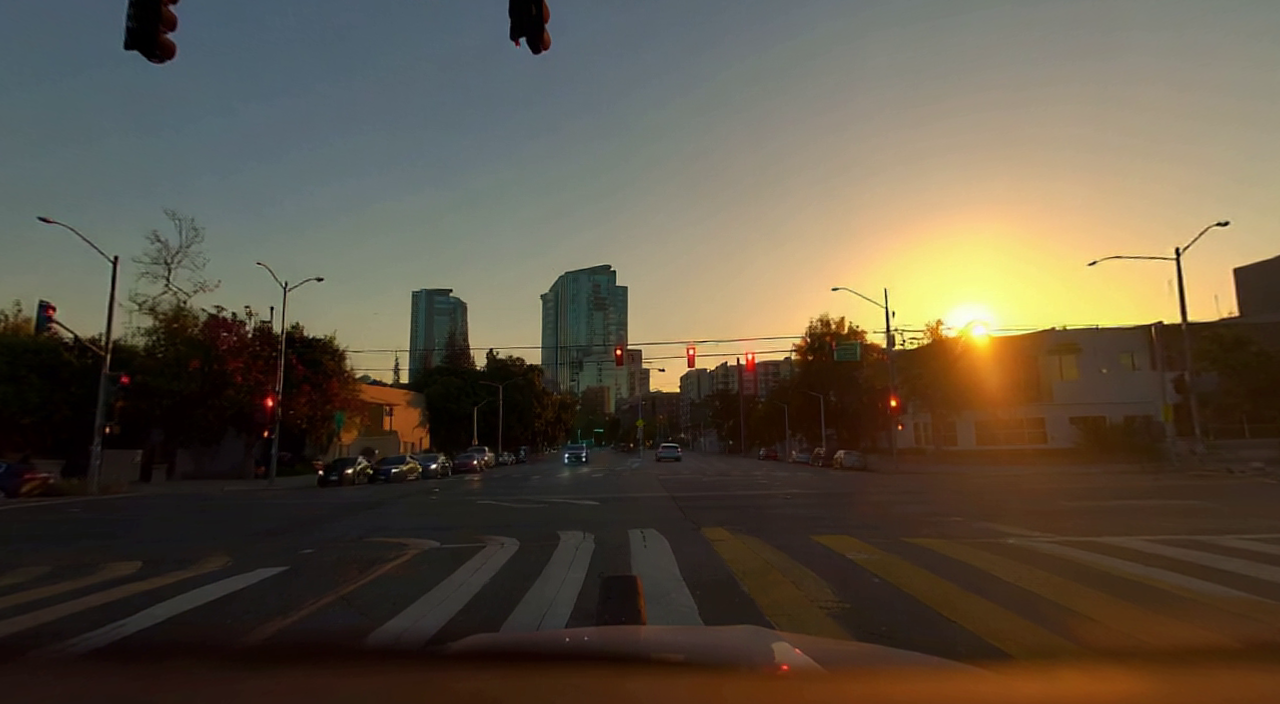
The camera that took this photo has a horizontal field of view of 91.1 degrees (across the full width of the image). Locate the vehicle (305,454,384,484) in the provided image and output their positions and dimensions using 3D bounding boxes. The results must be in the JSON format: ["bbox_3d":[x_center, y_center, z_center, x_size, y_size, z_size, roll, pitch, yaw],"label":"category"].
[{"bbox_3d":[-16.090,6.375,34.503,2.055,1.506,4.663,0,-9,0],"label":"vehicle"}]

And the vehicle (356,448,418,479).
[{"bbox_3d":[-16.180,7.108,40.447,1.960,1.819,5.018,0,-9,-1],"label":"vehicle"}]
